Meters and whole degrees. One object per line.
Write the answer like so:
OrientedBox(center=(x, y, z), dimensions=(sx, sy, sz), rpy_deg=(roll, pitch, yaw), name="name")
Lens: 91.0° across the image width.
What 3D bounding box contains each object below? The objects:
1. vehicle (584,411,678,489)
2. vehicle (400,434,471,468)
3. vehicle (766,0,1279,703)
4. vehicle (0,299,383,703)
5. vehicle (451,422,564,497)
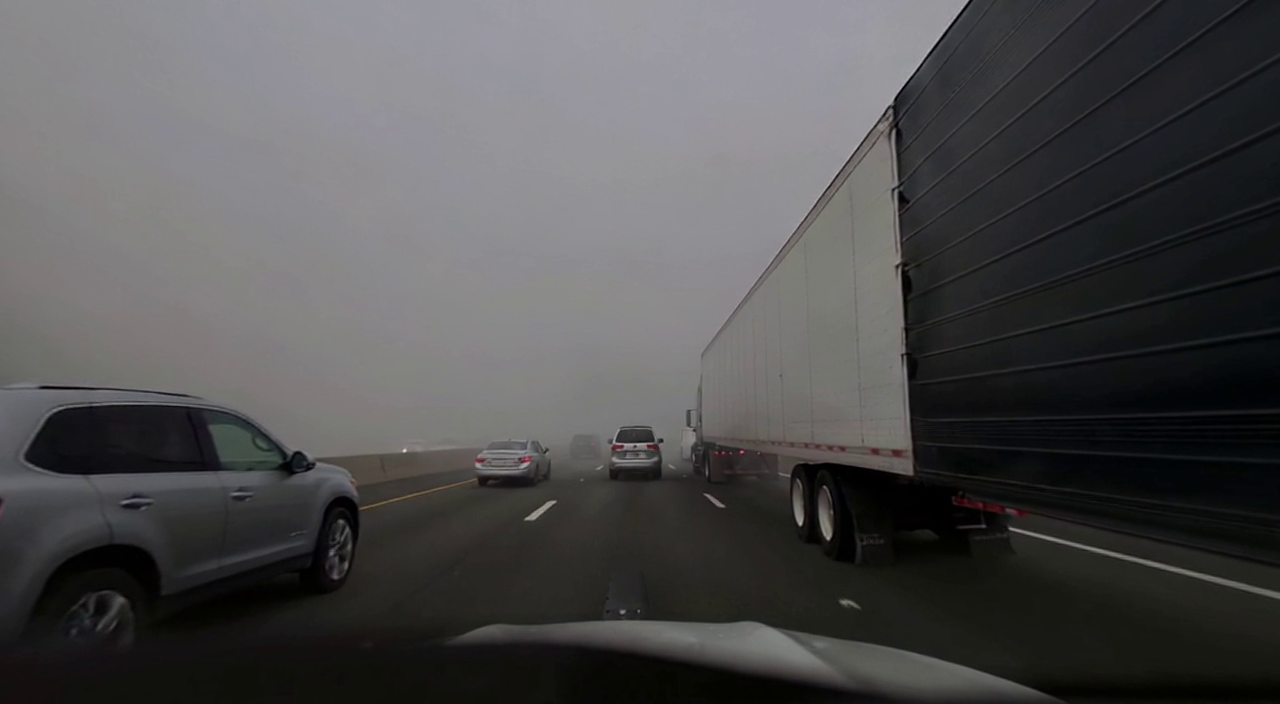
OrientedBox(center=(-0.304, 3.264, 21.181), dimensions=(2.704, 2.216, 5.804), rpy_deg=(0, -8, -1), name="vehicle")
OrientedBox(center=(-11.954, 5.862, 37.297), dimensions=(2.244, 1.830, 5.693), rpy_deg=(0, -8, 1), name="vehicle")
OrientedBox(center=(3.599, -0.356, 2.687), dimensions=(2.852, 4.121, 16.210), rpy_deg=(0, -8, 0), name="vehicle")
OrientedBox(center=(-3.352, 0.844, 2.999), dimensions=(2.193, 1.803, 4.958), rpy_deg=(0, -8, -1), name="vehicle")
OrientedBox(center=(-3.533, 2.974, 17.801), dimensions=(2.120, 1.812, 4.659), rpy_deg=(0, -8, 1), name="vehicle")
